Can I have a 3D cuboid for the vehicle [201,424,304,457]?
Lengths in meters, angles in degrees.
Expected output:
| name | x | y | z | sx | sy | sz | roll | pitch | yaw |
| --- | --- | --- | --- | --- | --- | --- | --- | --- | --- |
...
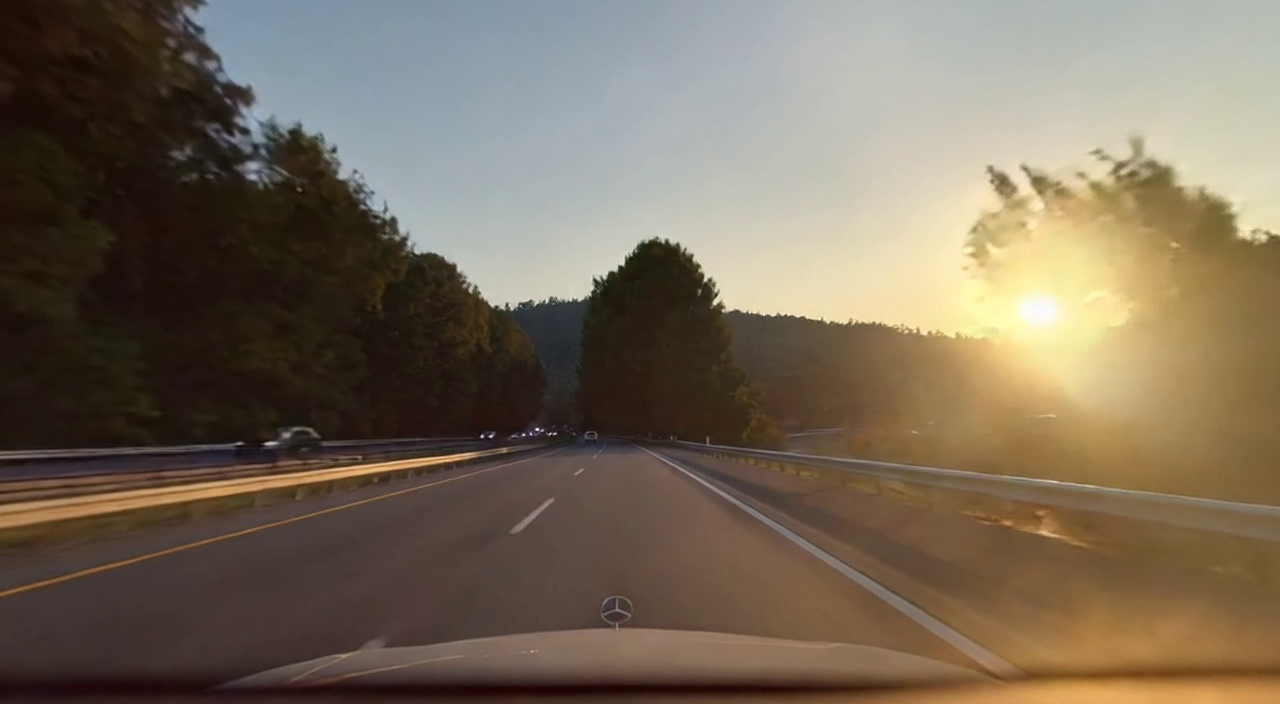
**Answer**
| name | x | y | z | sx | sy | sz | roll | pitch | yaw |
| --- | --- | --- | --- | --- | --- | --- | --- | --- | --- |
| vehicle | -17.544 | 4.039 | 28.835 | 1.838 | 1.376 | 4.687 | 0 | -8 | -1 |
